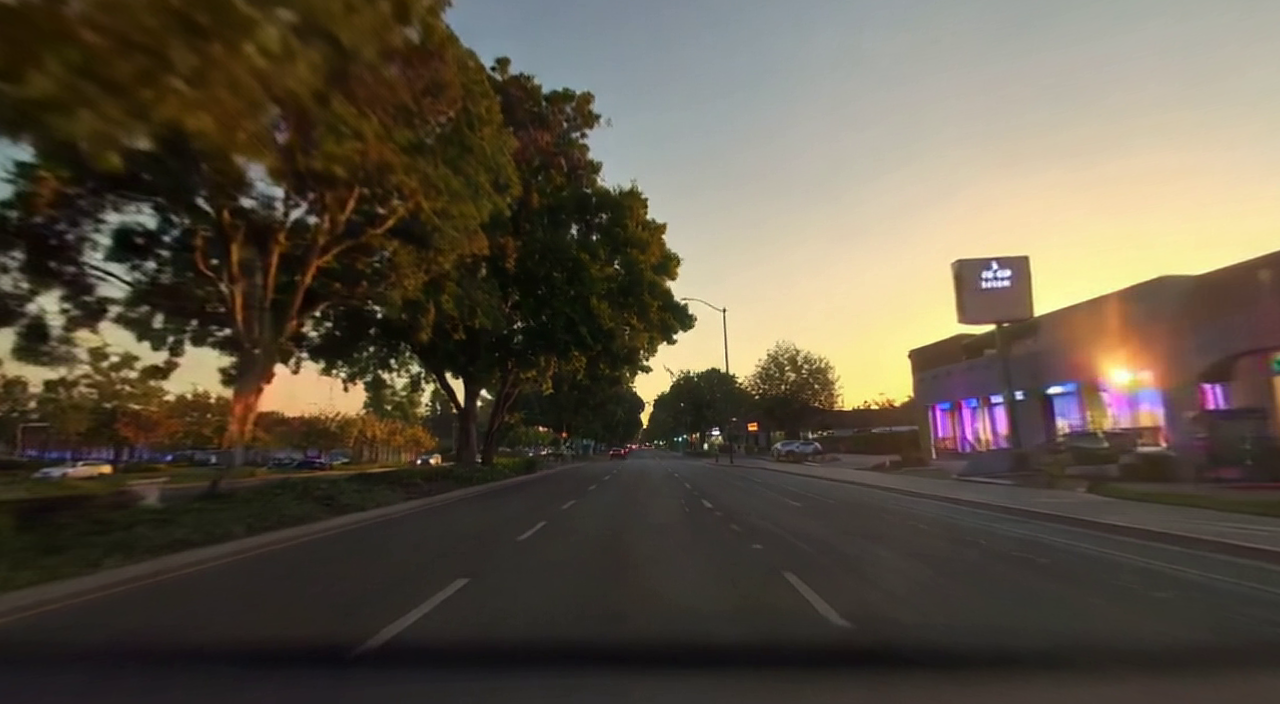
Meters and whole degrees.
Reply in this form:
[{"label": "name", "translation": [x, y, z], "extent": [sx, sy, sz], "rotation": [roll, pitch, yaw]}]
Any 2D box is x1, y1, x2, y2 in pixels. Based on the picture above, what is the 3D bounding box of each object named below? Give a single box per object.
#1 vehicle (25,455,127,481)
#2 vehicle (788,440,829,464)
[{"label": "vehicle", "translation": [-35.914, 7.335, 40.193], "extent": [4.644, 1.465, 1.793], "rotation": [8, -12, -44]}, {"label": "vehicle", "translation": [13.203, 7.864, 49.747], "extent": [2.028, 1.788, 5.064], "rotation": [-1, -9, 2]}]
